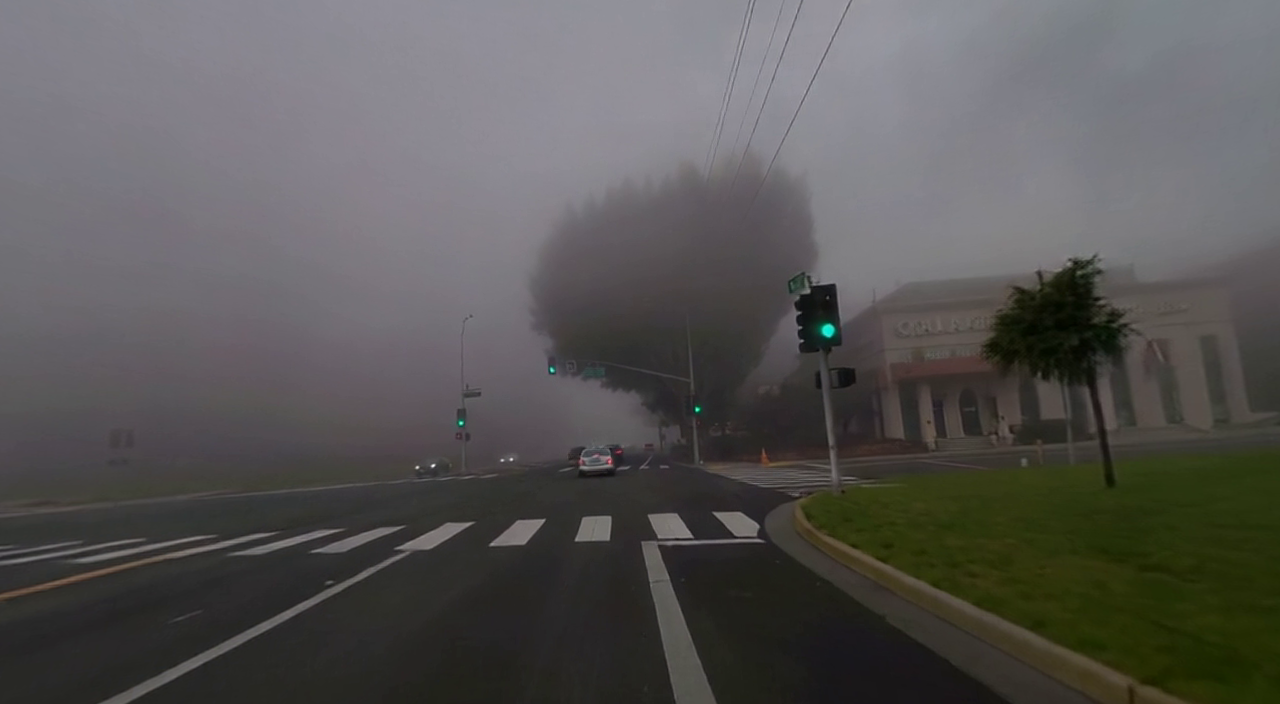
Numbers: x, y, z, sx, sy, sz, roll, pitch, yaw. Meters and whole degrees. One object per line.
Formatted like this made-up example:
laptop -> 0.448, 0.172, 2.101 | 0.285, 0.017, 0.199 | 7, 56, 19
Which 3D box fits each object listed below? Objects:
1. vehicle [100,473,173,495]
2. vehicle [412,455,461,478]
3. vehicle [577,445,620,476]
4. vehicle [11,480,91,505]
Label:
vehicle -> -39.742, 10.432, 49.953 | 4.018, 1.556, 1.895 | 0, -8, -3
vehicle -> -14.571, 8.230, 45.533 | 1.997, 1.480, 4.715 | 0, -8, -1
vehicle -> -2.082, 5.562, 32.656 | 2.063, 1.474, 4.334 | 0, -8, -2
vehicle -> -39.040, 9.338, 41.920 | 3.685, 1.183, 1.680 | -5, -9, -1
